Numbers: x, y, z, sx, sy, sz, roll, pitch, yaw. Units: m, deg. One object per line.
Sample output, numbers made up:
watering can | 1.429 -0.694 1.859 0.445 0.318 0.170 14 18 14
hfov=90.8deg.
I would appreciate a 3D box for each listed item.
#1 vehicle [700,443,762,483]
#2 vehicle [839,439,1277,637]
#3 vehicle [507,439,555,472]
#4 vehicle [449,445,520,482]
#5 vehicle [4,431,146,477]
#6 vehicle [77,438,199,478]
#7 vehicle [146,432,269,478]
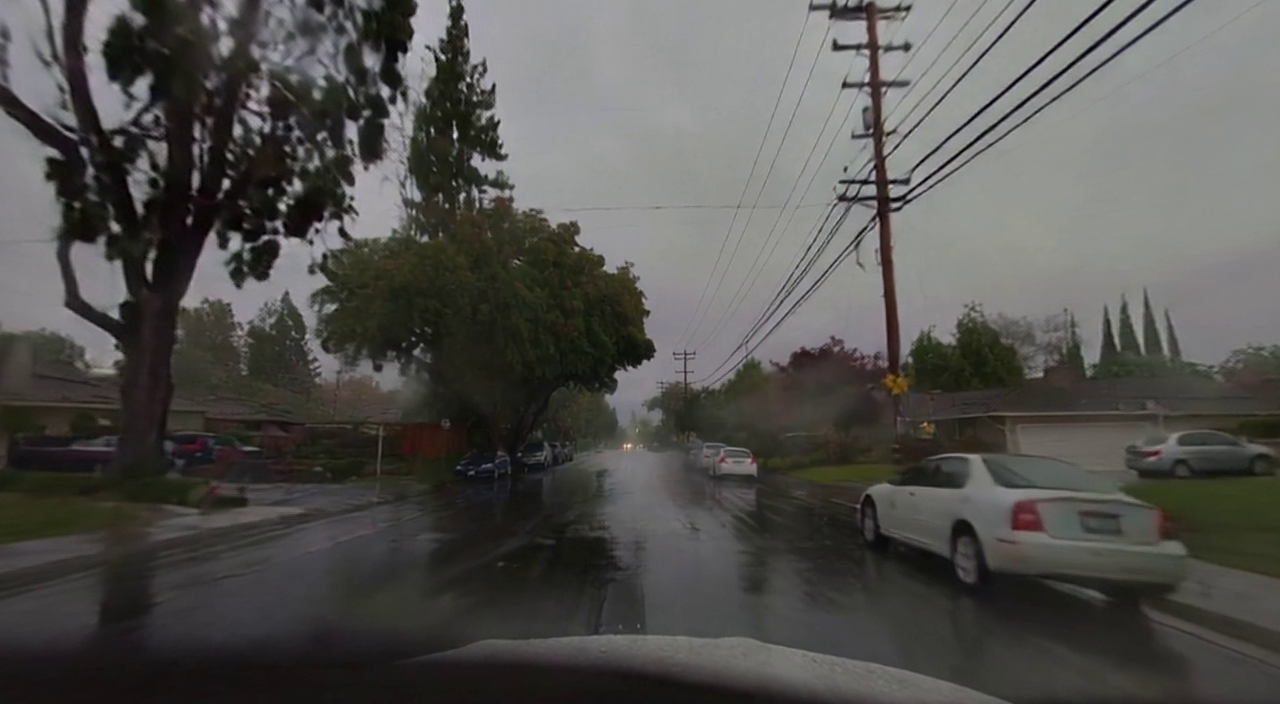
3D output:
vehicle | 3.548 4.410 25.401 1.763 1.432 4.323 0 -9 -1
vehicle | 3.757 1.687 6.759 1.782 1.439 4.037 0 -9 -3
vehicle | -6.490 6.207 38.076 2.031 1.799 4.587 0 -9 0
vehicle | -6.599 4.766 27.302 2.031 1.454 4.410 0 -9 -1
vehicle | -23.235 4.212 26.243 1.879 1.761 4.199 0 -9 1
vehicle | -20.346 4.291 25.845 1.791 1.500 3.846 0 -9 1
vehicle | -17.949 4.290 26.557 1.925 1.750 4.489 0 -9 0
